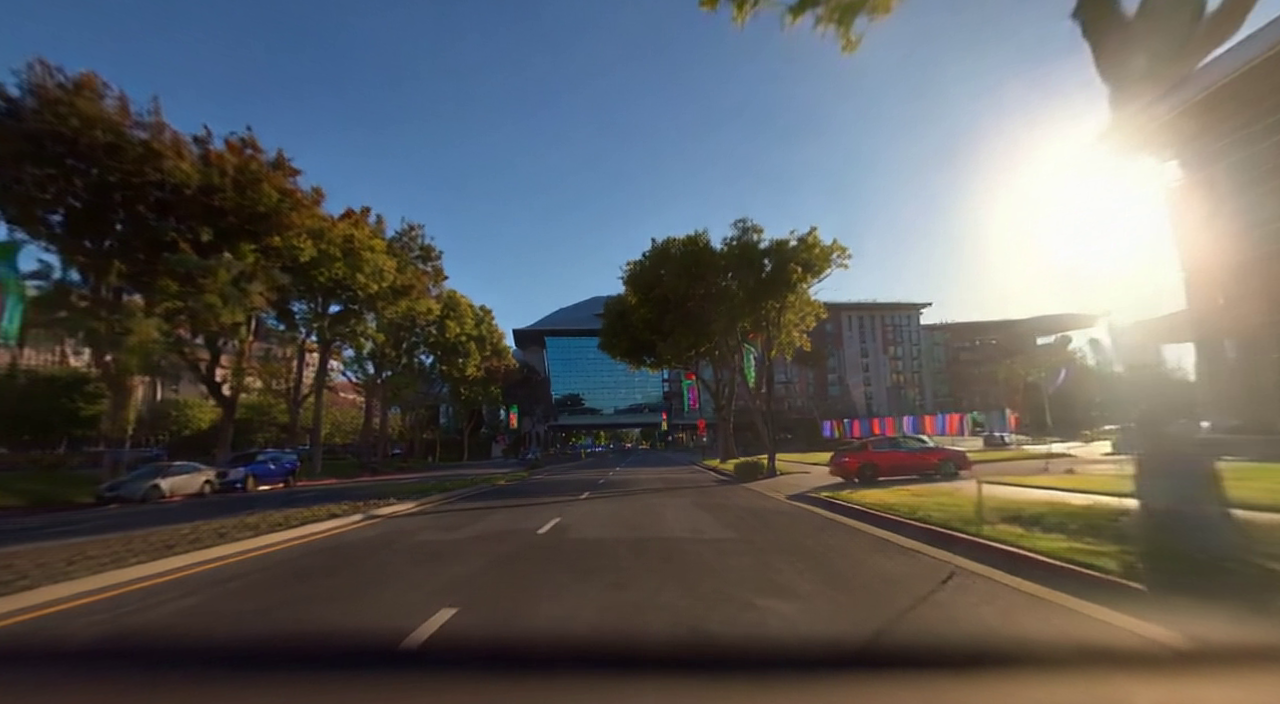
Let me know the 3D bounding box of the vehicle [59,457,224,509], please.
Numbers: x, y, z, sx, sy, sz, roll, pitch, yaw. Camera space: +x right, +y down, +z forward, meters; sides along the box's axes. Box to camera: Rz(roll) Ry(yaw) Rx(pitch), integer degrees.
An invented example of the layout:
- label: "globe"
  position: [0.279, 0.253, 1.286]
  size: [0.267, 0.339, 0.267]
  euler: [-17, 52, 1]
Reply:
- label: "vehicle"
  position: [-17.442, 4.563, 22.366]
  size: [1.873, 1.544, 4.794]
  euler: [0, -9, 1]

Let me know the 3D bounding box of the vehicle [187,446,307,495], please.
- label: "vehicle"
  position: [-17.333, 5.208, 28.058]
  size: [2.301, 1.821, 4.731]
  euler: [-4, -9, 0]

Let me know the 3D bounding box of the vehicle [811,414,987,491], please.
- label: "vehicle"
  position: [8.543, 3.370, 21.112]
  size: [4.716, 1.672, 2.330]
  euler: [-9, -8, -2]
